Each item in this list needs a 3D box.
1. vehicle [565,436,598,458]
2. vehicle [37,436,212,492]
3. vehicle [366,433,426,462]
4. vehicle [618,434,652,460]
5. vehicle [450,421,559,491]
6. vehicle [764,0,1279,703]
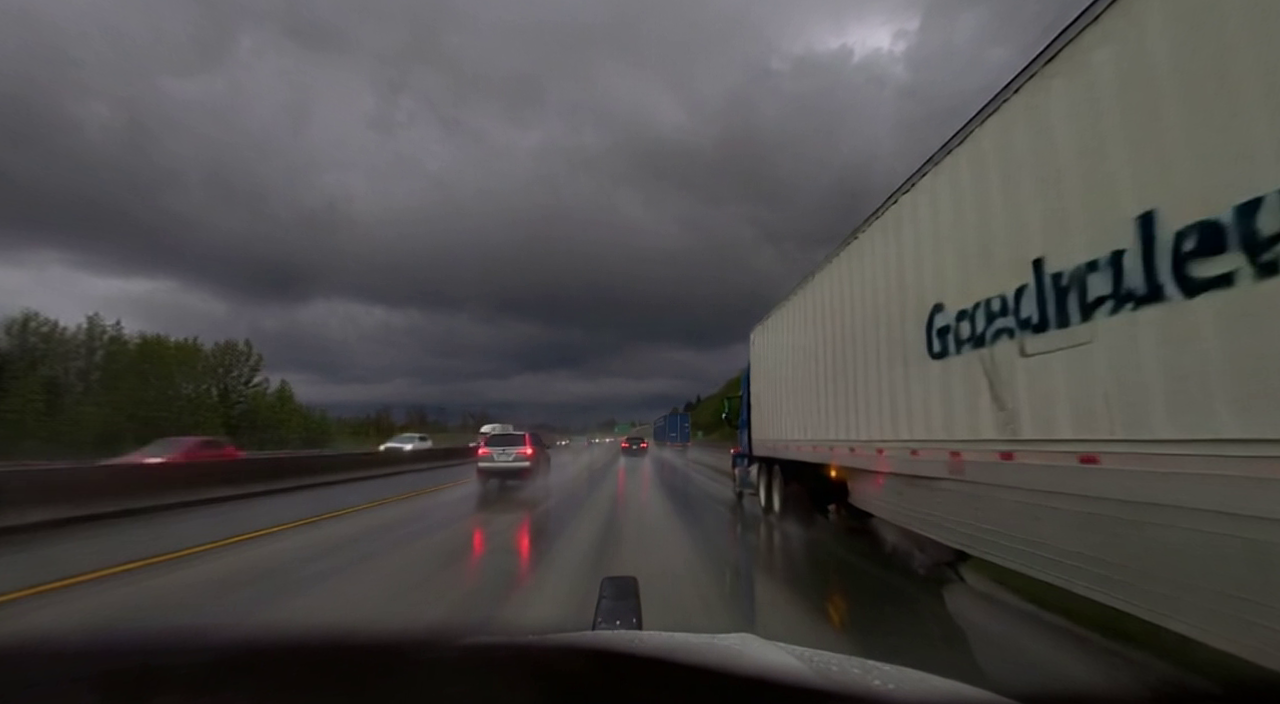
[{"bbox_3d":[-4.190,6.882,45.920,2.021,1.514,4.190,0,-8,0],"label":"vehicle"},{"bbox_3d":[-15.605,3.371,19.380,1.840,1.512,4.173,0,-8,0],"label":"vehicle"},{"bbox_3d":[-15.938,6.245,41.340,2.066,1.729,4.770,0,-8,0],"label":"vehicle"},{"bbox_3d":[-0.376,6.198,41.256,2.088,1.567,4.240,0,-8,-1],"label":"vehicle"},{"bbox_3d":[-3.563,2.814,17.468,2.054,1.671,4.445,0,-8,0],"label":"vehicle"},{"bbox_3d":[3.786,-0.168,3.673,2.959,4.058,14.485,0,-8,-1],"label":"vehicle"}]
